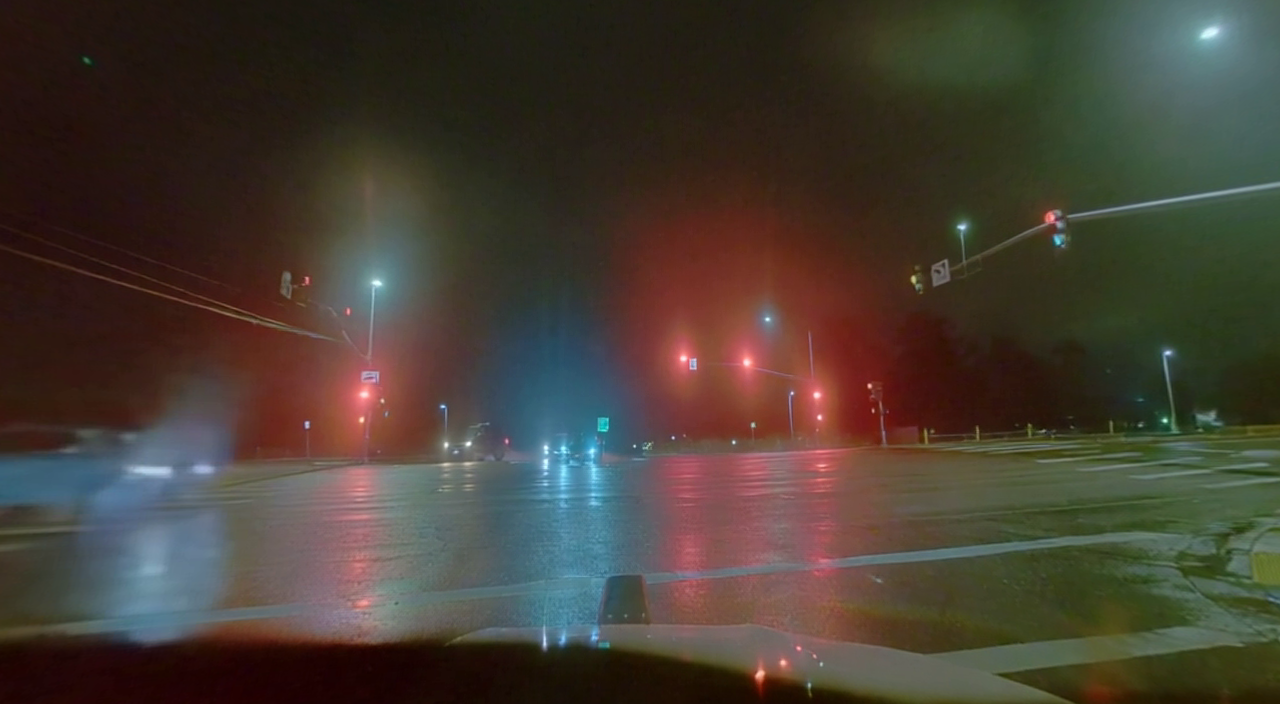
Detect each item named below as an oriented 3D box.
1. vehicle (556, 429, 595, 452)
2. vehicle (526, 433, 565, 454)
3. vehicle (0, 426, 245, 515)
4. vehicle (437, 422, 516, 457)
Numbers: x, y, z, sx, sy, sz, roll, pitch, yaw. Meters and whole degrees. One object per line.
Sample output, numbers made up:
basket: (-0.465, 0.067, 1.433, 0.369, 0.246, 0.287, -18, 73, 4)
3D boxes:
vehicle: (-4.398, 6.174, 43.773, 1.919, 1.467, 4.086, -1, -9, 5)
vehicle: (-7.300, 7.128, 49.009, 2.054, 1.536, 3.927, -1, -9, 7)
vehicle: (-11.483, 2.443, 13.271, 4.854, 1.684, 1.945, 1, -9, -10)
vehicle: (-9.364, 5.103, 36.580, 2.000, 1.864, 5.044, -3, -9, 17)
